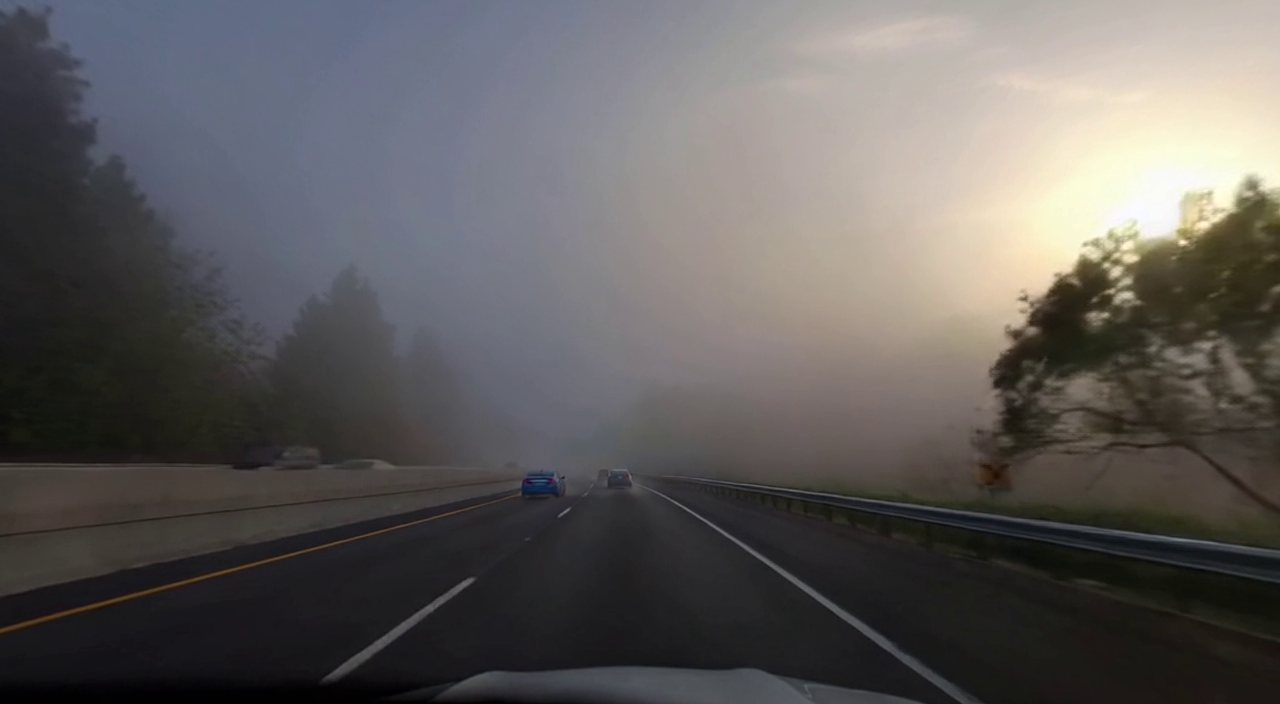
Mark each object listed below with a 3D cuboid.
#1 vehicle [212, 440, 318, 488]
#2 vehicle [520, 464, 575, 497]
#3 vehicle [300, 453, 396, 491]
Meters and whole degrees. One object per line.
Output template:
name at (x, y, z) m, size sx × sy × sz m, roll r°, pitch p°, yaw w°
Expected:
vehicle at (-16.450, 5.003, 27.952) m, size 1.896 × 1.914 × 4.519 m, roll 1°, pitch -11°, yaw -1°
vehicle at (-4.654, 6.595, 32.500) m, size 2.310 × 1.521 × 4.731 m, roll 1°, pitch -11°, yaw -2°
vehicle at (-12.626, 5.259, 27.661) m, size 1.971 × 1.512 × 4.738 m, roll 1°, pitch -11°, yaw -1°
